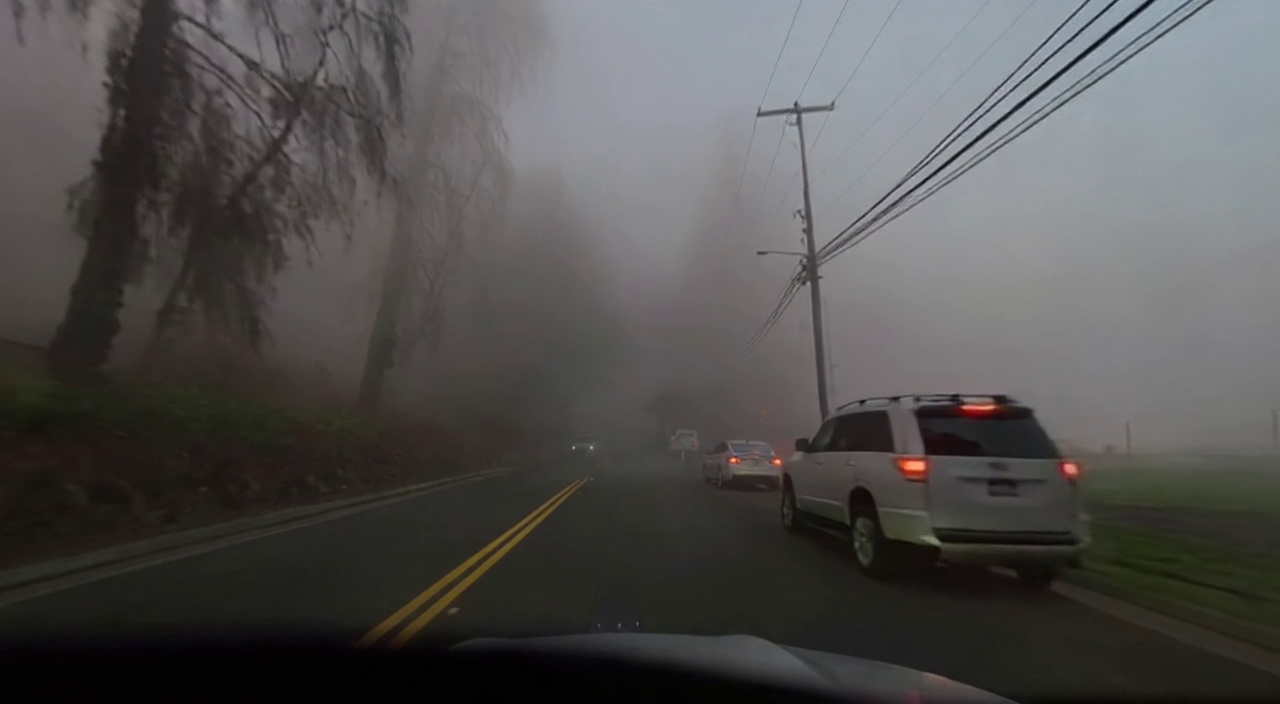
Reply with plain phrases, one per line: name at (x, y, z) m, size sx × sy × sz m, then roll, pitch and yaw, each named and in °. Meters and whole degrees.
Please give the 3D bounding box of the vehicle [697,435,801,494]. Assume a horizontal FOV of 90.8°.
vehicle at (3.022, 3.242, 18.628) m, size 2.006 × 1.482 × 4.722 m, roll 0°, pitch -9°, yaw -3°

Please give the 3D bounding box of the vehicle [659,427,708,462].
vehicle at (2.802, 6.203, 42.235) m, size 2.759 × 2.114 × 6.152 m, roll 0°, pitch -9°, yaw 0°

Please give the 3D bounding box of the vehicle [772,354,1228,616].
vehicle at (3.200, 1.351, 7.248) m, size 2.293 × 1.957 × 4.934 m, roll 0°, pitch -9°, yaw 0°
